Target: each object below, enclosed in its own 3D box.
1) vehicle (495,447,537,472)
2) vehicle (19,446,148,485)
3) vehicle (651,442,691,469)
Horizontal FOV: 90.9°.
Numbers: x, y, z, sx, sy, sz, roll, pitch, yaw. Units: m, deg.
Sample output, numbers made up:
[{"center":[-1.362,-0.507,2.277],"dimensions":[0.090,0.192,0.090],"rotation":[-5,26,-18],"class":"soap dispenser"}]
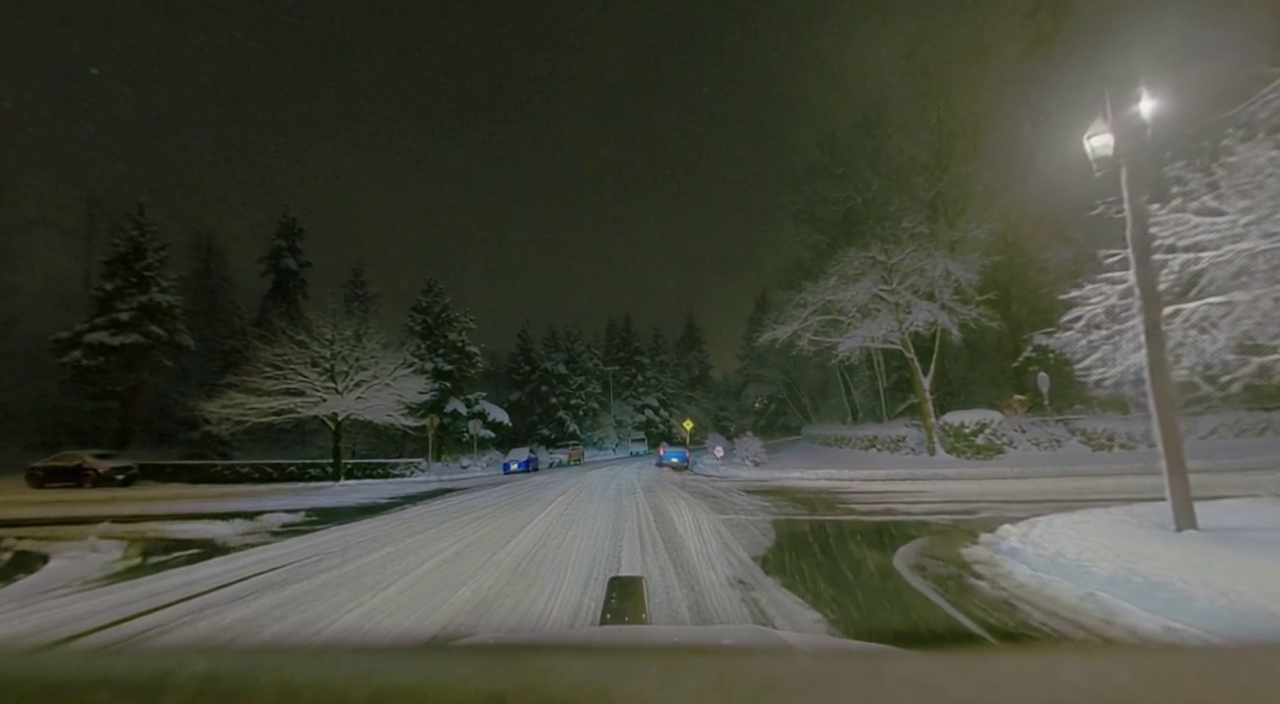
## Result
[{"center":[-8.235,7.160,42.249],"dimensions":[2.102,1.507,4.049],"rotation":[0,-8,-2],"class":"vehicle"},{"center":[-27.588,5.608,31.305],"dimensions":[4.986,1.796,2.066],"rotation":[-2,-8,12],"class":"vehicle"},{"center":[1.752,6.035,36.930],"dimensions":[2.051,1.461,4.100],"rotation":[0,-8,-2],"class":"vehicle"}]
